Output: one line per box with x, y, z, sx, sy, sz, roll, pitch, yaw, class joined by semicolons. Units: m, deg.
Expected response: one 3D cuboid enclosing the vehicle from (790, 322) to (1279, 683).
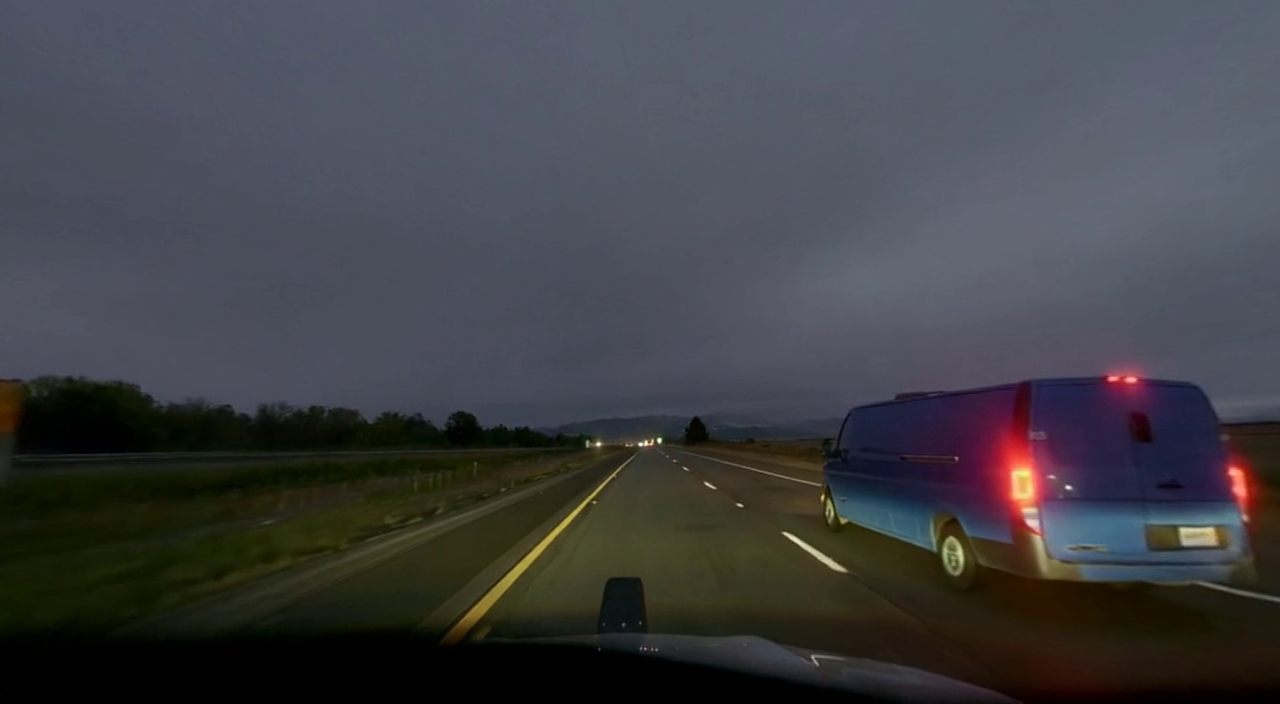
4.077;1.374;7.363;2.686;2.043;7.449;0;-8;-1;vehicle
